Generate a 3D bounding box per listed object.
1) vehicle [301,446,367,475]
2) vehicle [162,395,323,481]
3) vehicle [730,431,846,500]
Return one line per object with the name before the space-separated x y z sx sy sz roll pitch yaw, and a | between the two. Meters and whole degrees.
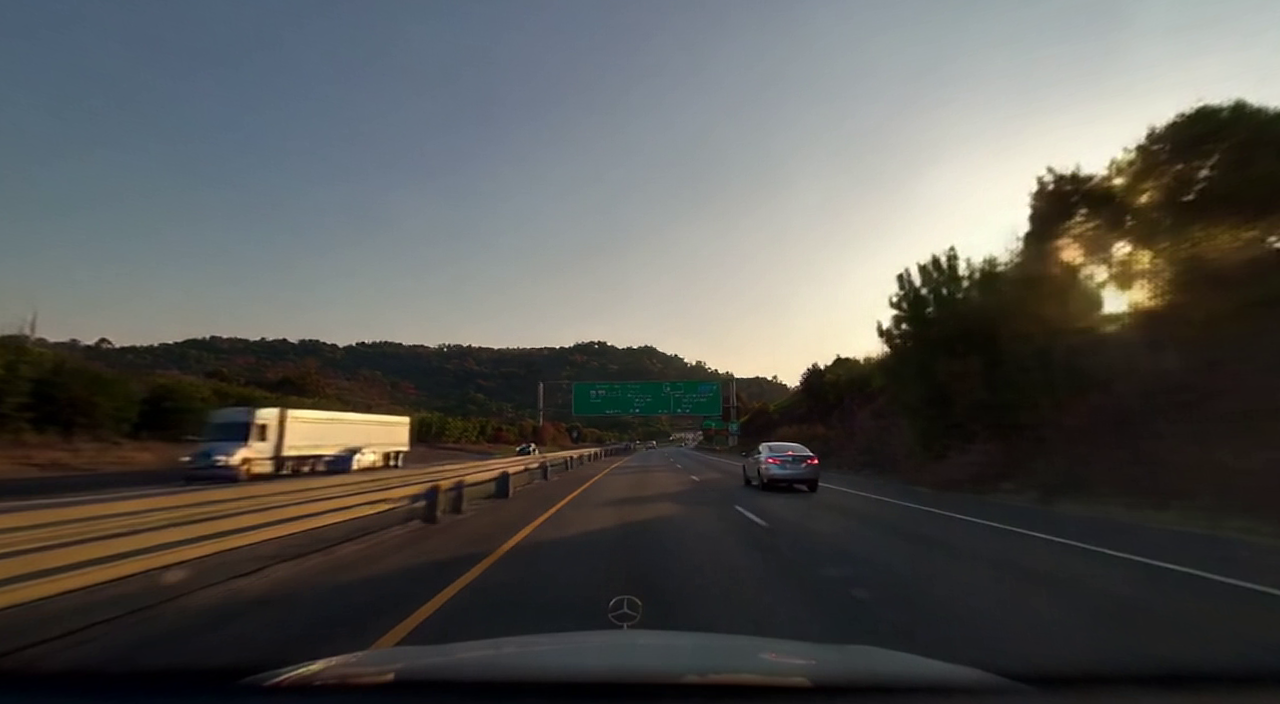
vehicle | -18.038 6.400 37.363 1.930 1.571 3.868 -1 -8 1
vehicle | -22.271 4.986 36.273 3.053 4.238 9.169 -1 -8 1
vehicle | 3.627 2.871 16.306 1.997 1.515 4.025 0 -8 0
